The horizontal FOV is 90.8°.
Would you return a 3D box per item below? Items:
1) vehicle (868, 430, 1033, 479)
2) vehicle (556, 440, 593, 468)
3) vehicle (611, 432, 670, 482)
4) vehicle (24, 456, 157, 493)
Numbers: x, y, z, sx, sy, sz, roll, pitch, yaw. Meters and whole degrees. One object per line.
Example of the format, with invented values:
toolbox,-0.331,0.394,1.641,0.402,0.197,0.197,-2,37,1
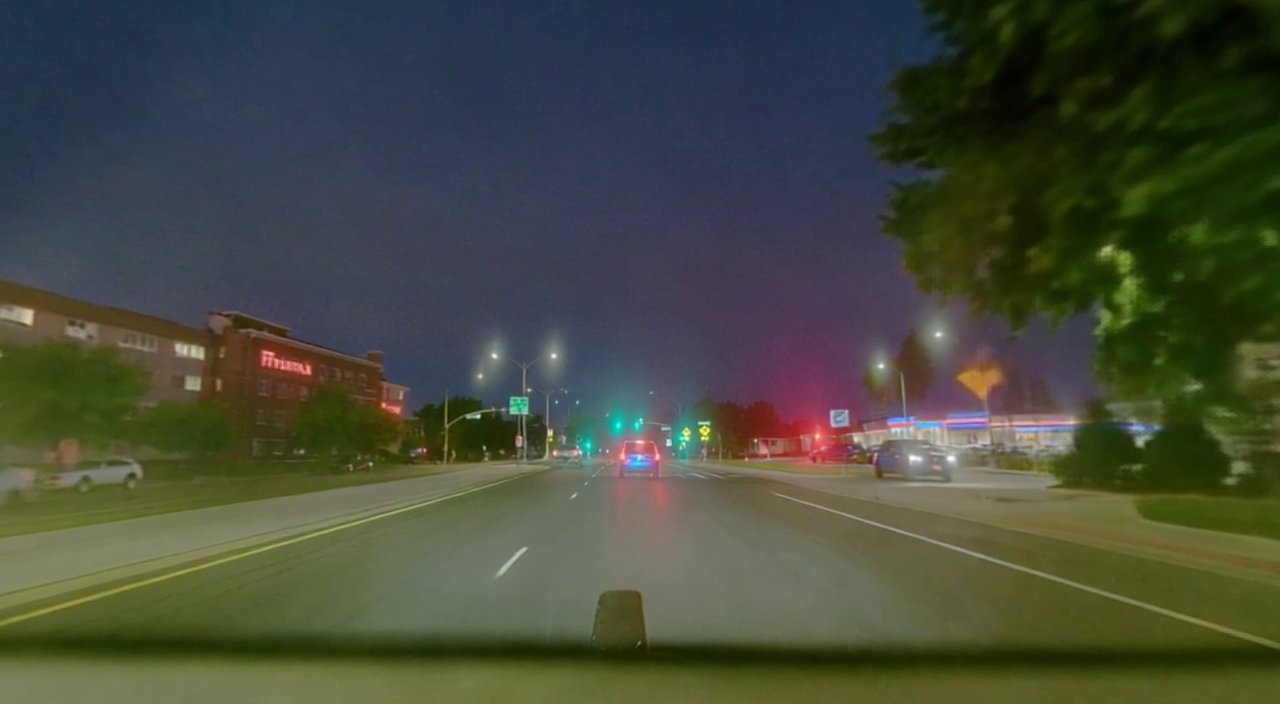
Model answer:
vehicle,12.399,4.123,25.544,5.506,1.850,2.156,0,-9,0
vehicle,-4.530,7.180,44.541,2.202,1.856,4.516,0,-8,-1
vehicle,-0.043,4.450,26.998,2.273,1.909,5.075,0,-9,-1
vehicle,-26.247,5.826,30.472,1.955,1.540,5.041,0,-9,-1
